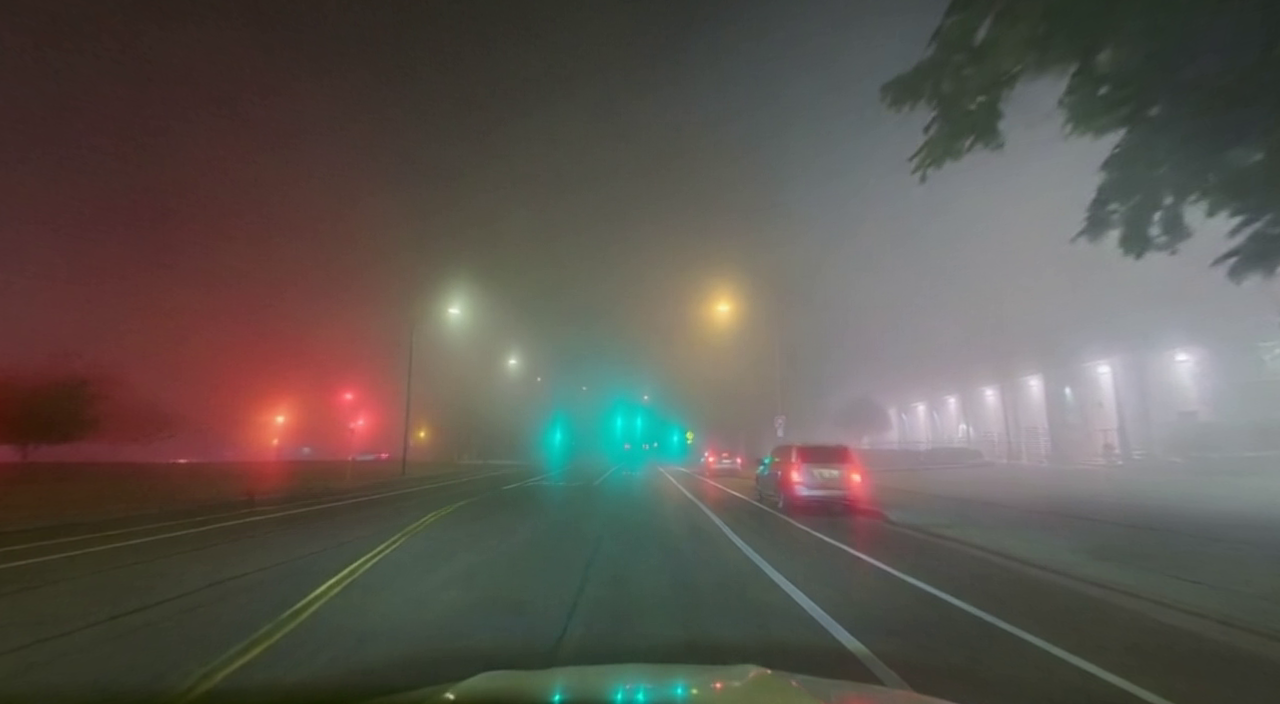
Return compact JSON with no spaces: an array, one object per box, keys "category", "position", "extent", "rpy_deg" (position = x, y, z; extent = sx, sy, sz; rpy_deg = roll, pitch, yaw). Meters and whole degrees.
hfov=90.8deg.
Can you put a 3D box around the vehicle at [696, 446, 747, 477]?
[{"category":"vehicle","position":[4.141,5.616,32.605],"extent":[1.856,1.462,4.501],"rpy_deg":[1,-8,-2]}]

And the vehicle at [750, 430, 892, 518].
[{"category":"vehicle","position":[4.051,2.805,15.040],"extent":[1.957,1.753,4.413],"rpy_deg":[0,-8,-2]}]
